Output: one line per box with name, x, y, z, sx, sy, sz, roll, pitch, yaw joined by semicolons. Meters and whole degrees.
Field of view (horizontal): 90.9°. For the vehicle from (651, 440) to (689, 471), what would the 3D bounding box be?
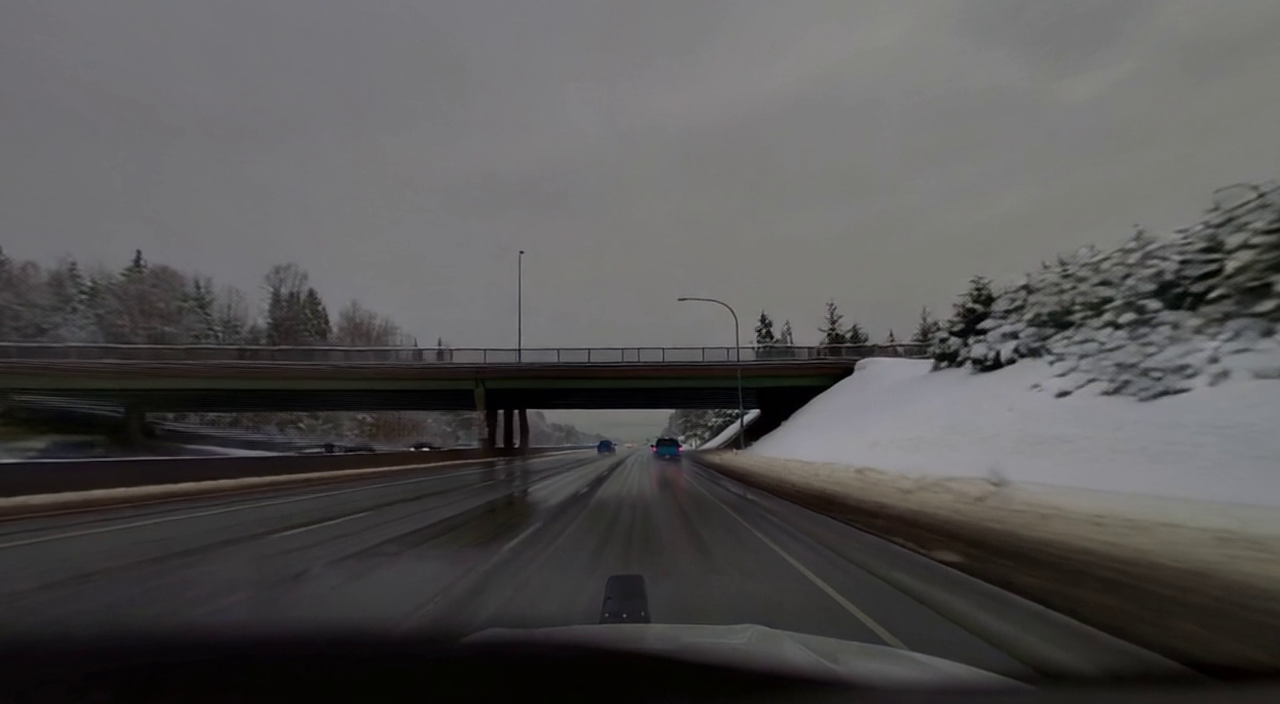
vehicle;1.626;5.836;35.865;2.010;1.637;4.940;0;-8;1
